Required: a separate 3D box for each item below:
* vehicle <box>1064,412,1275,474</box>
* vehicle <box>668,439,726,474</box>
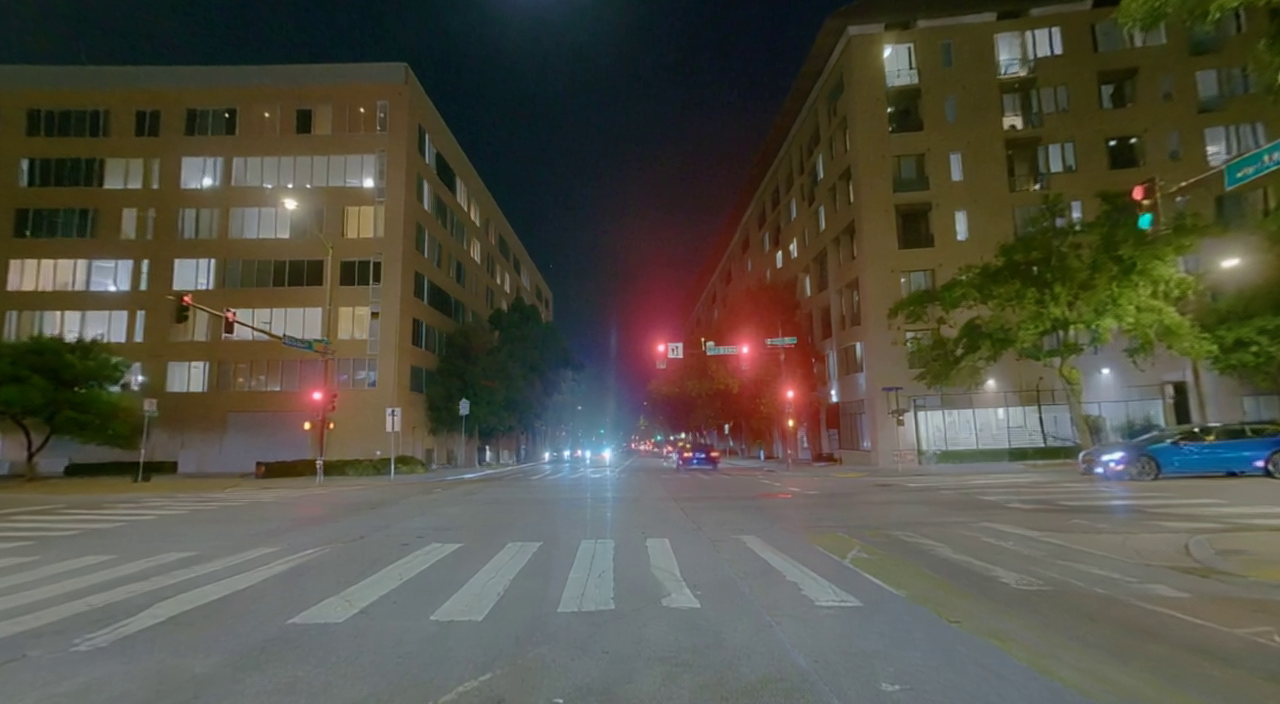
[{"bbox_3d":[16.933,2.944,20.397,4.802,1.860,2.146,0,-8,1],"label":"vehicle"},{"bbox_3d":[2.553,4.804,29.314,2.039,1.470,4.355,0,-8,-3],"label":"vehicle"}]
